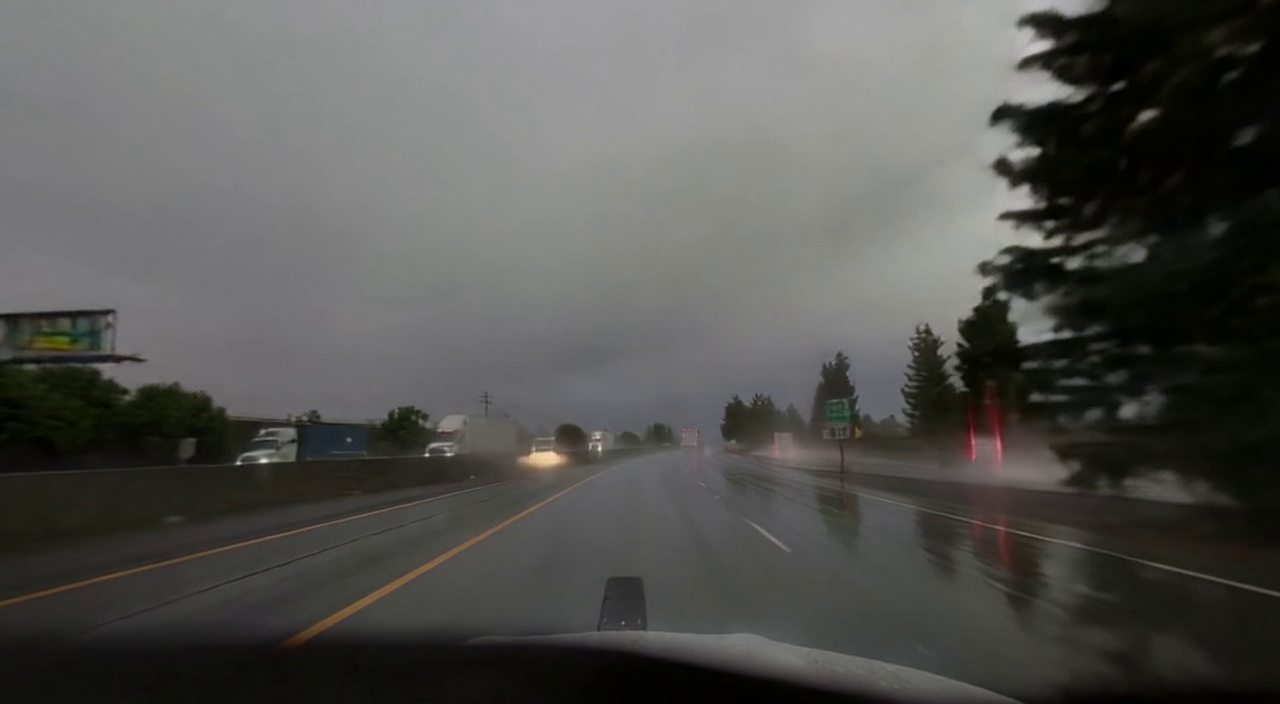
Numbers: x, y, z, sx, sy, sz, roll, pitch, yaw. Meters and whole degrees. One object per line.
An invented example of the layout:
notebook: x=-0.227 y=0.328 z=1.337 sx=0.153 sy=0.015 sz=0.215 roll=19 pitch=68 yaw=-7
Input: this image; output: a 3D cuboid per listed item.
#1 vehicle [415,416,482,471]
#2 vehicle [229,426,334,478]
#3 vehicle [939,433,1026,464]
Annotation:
vehicle: x=-14.760 y=7.138 z=49.063 sx=3.020 sy=3.974 sz=5.799 roll=-1 pitch=-9 yaw=4
vehicle: x=-28.047 y=7.802 z=49.887 sx=2.913 sy=3.636 sz=8.816 roll=-2 pitch=-8 yaw=2
vehicle: x=21.043 y=5.995 z=38.969 sx=2.061 sy=1.776 sz=4.476 roll=2 pitch=-9 yaw=-15
